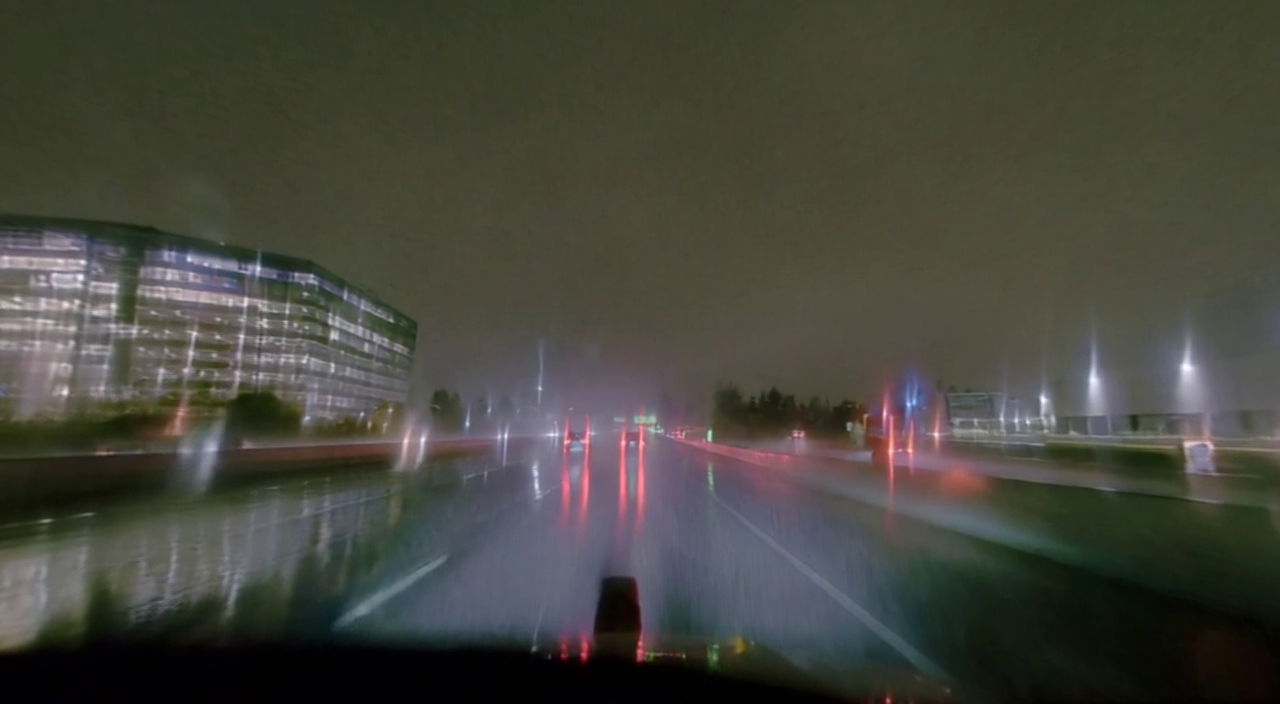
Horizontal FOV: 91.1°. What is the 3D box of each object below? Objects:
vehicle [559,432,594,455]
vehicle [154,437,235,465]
[{"bbox_3d":[-4.582,6.659,45.975,2.036,1.612,4.510,0,-8,1],"label":"vehicle"},{"bbox_3d":[-24.973,5.538,35.421,1.749,1.452,3.764,0,-8,1],"label":"vehicle"}]
